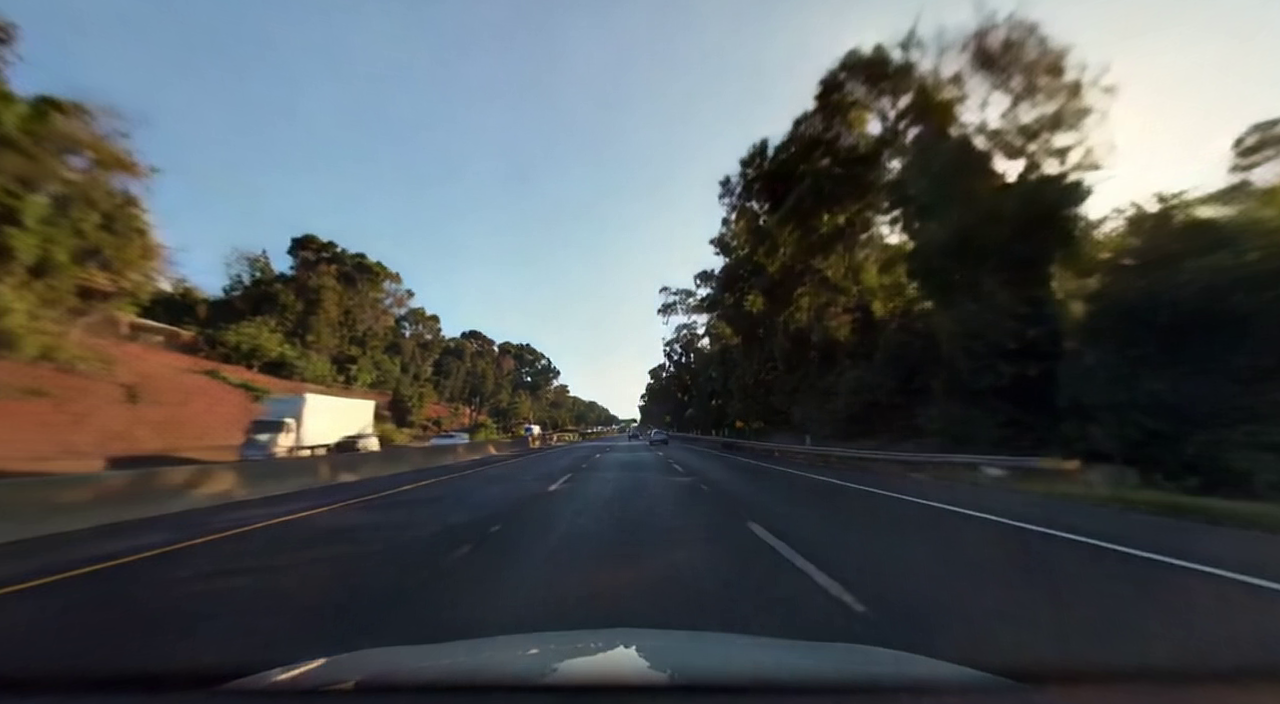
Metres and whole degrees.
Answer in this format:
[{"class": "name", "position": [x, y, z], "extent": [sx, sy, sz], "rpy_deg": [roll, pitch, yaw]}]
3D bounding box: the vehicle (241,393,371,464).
[{"class": "vehicle", "position": [-20.983, 4.970, 40.543], "extent": [2.969, 4.008, 10.131], "rpy_deg": [0, -8, -1]}]

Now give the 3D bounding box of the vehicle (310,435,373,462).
[{"class": "vehicle", "position": [-17.243, 5.588, 36.516], "extent": [1.838, 1.470, 3.701], "rpy_deg": [0, -8, -1]}]

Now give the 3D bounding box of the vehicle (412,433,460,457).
[{"class": "vehicle", "position": [-13.121, 5.998, 40.637], "extent": [1.663, 1.464, 4.353], "rpy_deg": [0, -8, -1]}]
